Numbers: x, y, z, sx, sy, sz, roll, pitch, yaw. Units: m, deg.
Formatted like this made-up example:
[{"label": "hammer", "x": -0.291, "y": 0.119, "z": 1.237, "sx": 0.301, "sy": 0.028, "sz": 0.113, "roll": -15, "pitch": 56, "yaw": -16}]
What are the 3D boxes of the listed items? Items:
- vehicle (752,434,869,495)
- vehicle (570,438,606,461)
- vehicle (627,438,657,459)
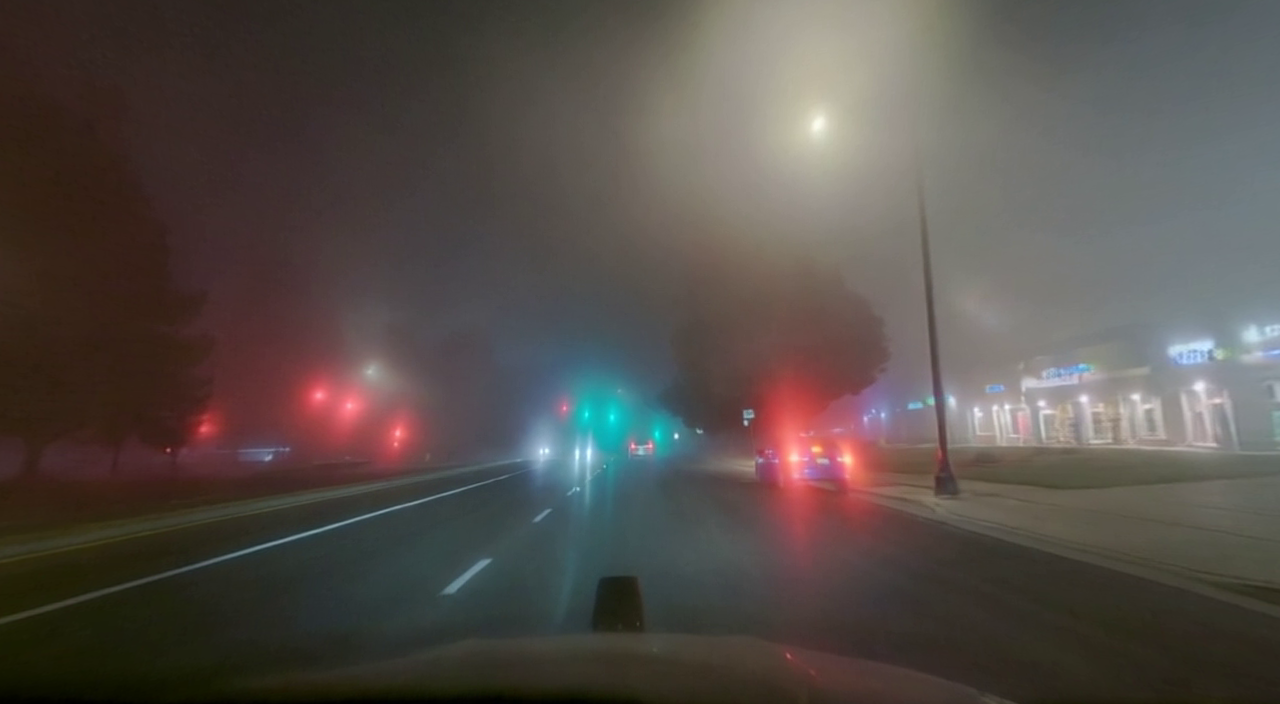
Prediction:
[{"label": "vehicle", "x": 4.566, "y": 3.077, "z": 17.605, "sx": 1.942, "sy": 1.469, "sz": 4.049, "roll": 0, "pitch": -8, "yaw": -3}, {"label": "vehicle", "x": -3.474, "y": 6.618, "z": 42.955, "sx": 2.032, "sy": 1.467, "sz": 4.411, "roll": 0, "pitch": -8, "yaw": 1}, {"label": "vehicle", "x": 0.164, "y": 6.986, "z": 45.796, "sx": 2.059, "sy": 1.456, "sz": 4.047, "roll": 0, "pitch": -8, "yaw": 1}]
